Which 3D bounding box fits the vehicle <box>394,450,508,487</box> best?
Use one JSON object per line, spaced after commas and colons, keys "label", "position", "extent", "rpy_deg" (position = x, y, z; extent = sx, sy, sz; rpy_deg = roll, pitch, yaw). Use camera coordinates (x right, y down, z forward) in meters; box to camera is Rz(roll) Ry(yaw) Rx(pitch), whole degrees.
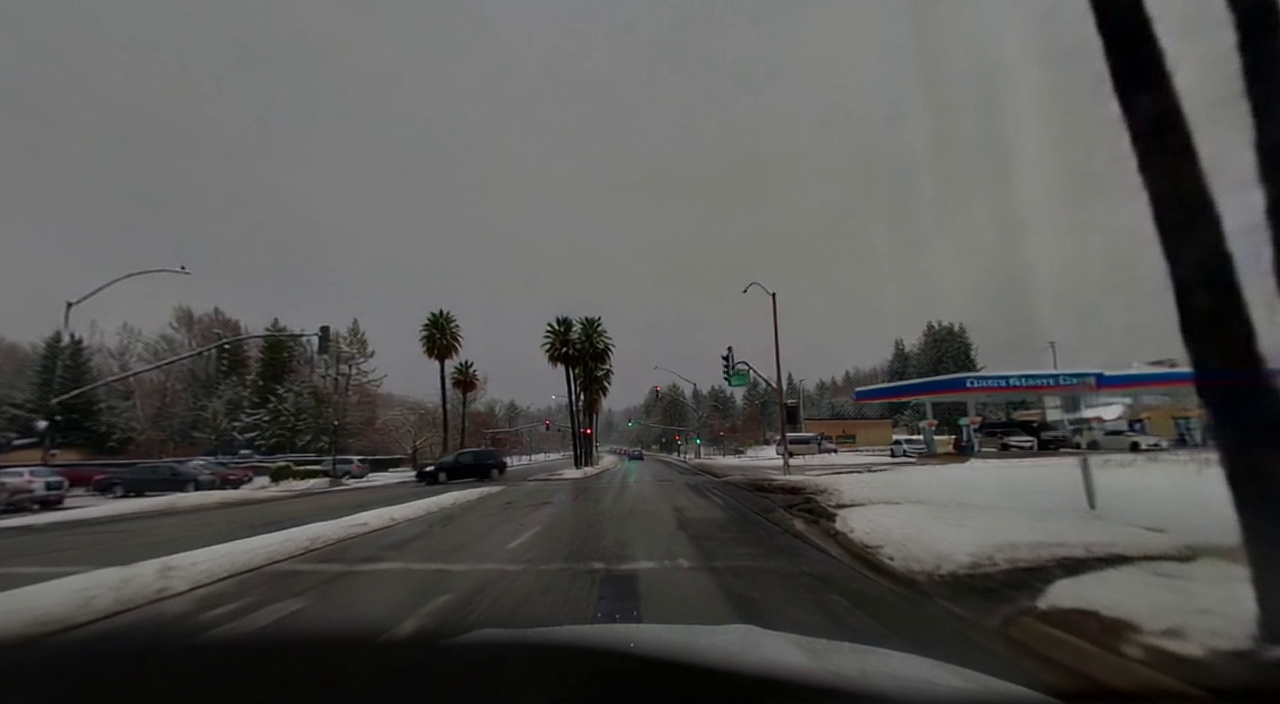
{"label": "vehicle", "position": [-8.327, 5.131, 28.286], "extent": [1.920, 1.496, 4.763], "rpy_deg": [-5, -10, 31]}

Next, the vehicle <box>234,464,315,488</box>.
{"label": "vehicle", "position": [-25.806, 8.761, 44.732], "extent": [4.448, 1.525, 1.835], "rpy_deg": [1, -9, -4]}

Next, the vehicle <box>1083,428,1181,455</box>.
{"label": "vehicle", "position": [30.362, 5.537, 39.073], "extent": [4.286, 1.519, 2.070], "rpy_deg": [-1, -9, -2]}

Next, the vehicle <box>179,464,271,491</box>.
{"label": "vehicle", "position": [-25.599, 7.755, 39.075], "extent": [4.407, 1.565, 1.861], "rpy_deg": [0, -9, 2]}

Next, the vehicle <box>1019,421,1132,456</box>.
{"label": "vehicle", "position": [30.458, 6.081, 44.301], "extent": [6.052, 2.171, 2.511], "rpy_deg": [-2, -8, -5]}

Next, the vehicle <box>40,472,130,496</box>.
{"label": "vehicle", "position": [-37.779, 8.989, 43.057], "extent": [4.182, 1.452, 1.954], "rpy_deg": [0, -9, -1]}

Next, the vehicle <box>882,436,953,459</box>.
{"label": "vehicle", "position": [21.641, 7.450, 49.415], "extent": [4.578, 1.756, 2.042], "rpy_deg": [1, -9, -6]}

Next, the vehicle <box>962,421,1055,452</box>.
{"label": "vehicle", "position": [28.970, 6.701, 49.852], "extent": [5.625, 2.303, 2.592], "rpy_deg": [0, -9, 2]}
